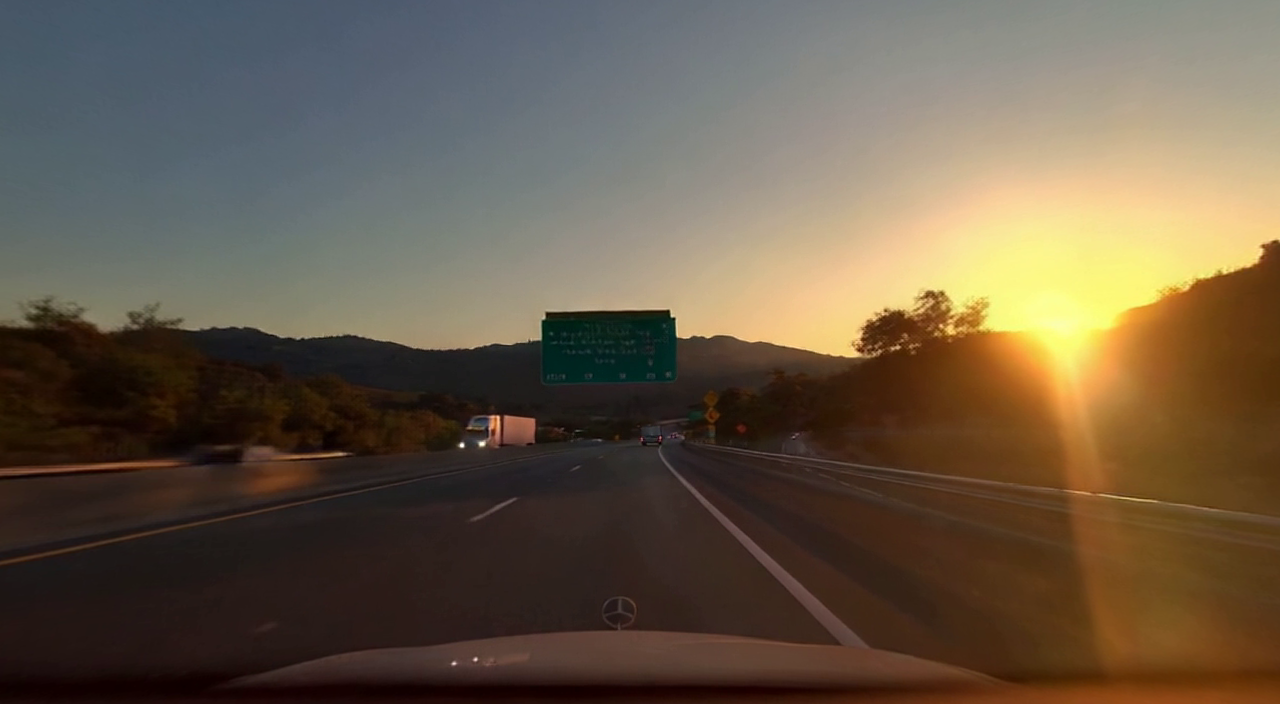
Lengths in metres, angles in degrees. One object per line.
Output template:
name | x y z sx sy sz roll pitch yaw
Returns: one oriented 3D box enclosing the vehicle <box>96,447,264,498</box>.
vehicle | -15.131 3.946 21.156 2.001 1.466 4.916 0 -8 -1
